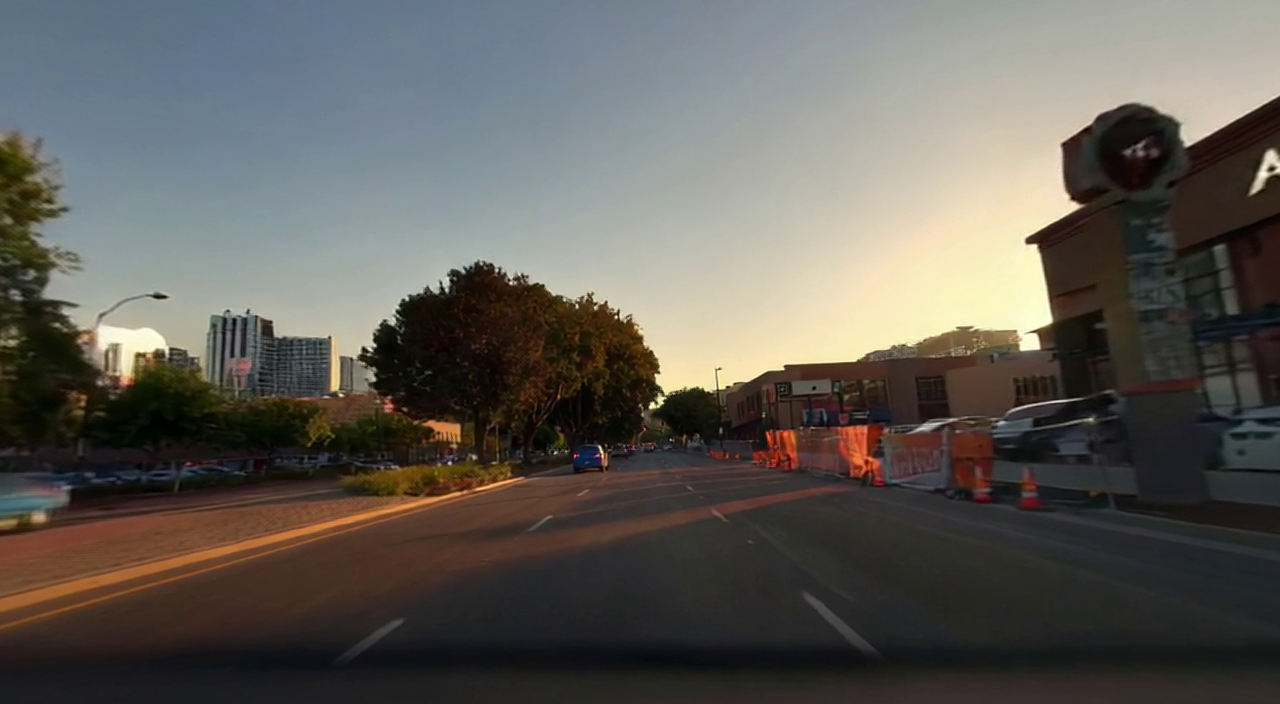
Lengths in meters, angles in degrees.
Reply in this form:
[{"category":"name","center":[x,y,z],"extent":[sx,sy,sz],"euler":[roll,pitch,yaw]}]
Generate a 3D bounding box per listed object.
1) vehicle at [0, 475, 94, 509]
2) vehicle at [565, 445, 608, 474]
[{"category":"vehicle","center":[-30.101,6.952,31.389],"extent":[4.171,1.450,1.855],"euler":[8,-12,-43]},{"category":"vehicle","center":[-2.831,5.808,34.333],"extent":[1.926,1.442,4.231],"euler":[0,-9,1]}]
